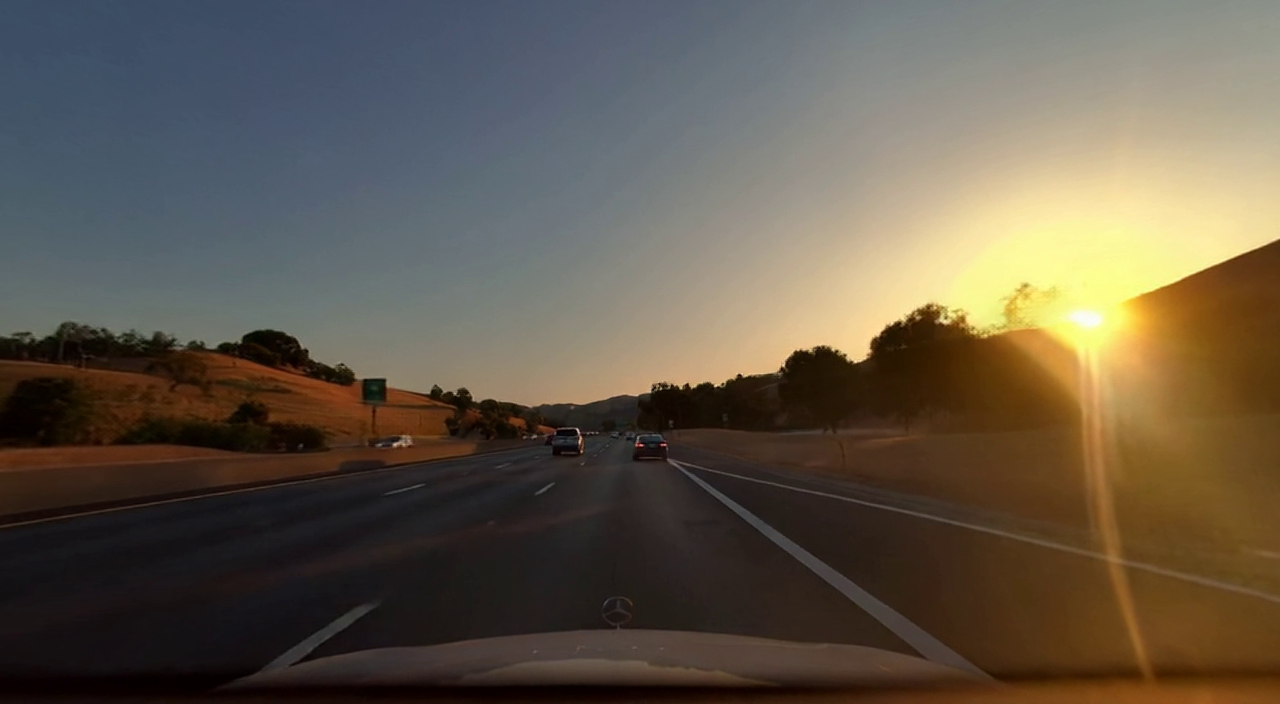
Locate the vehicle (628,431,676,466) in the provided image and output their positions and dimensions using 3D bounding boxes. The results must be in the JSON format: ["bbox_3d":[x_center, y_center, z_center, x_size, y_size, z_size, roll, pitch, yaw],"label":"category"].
[{"bbox_3d":[0.466,4.385,28.877,1.948,1.470,3.913,0,-8,-3],"label":"vehicle"}]

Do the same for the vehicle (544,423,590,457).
[{"bbox_3d":[-4.334,5.322,38.071,2.251,1.938,4.708,0,-8,0],"label":"vehicle"}]
